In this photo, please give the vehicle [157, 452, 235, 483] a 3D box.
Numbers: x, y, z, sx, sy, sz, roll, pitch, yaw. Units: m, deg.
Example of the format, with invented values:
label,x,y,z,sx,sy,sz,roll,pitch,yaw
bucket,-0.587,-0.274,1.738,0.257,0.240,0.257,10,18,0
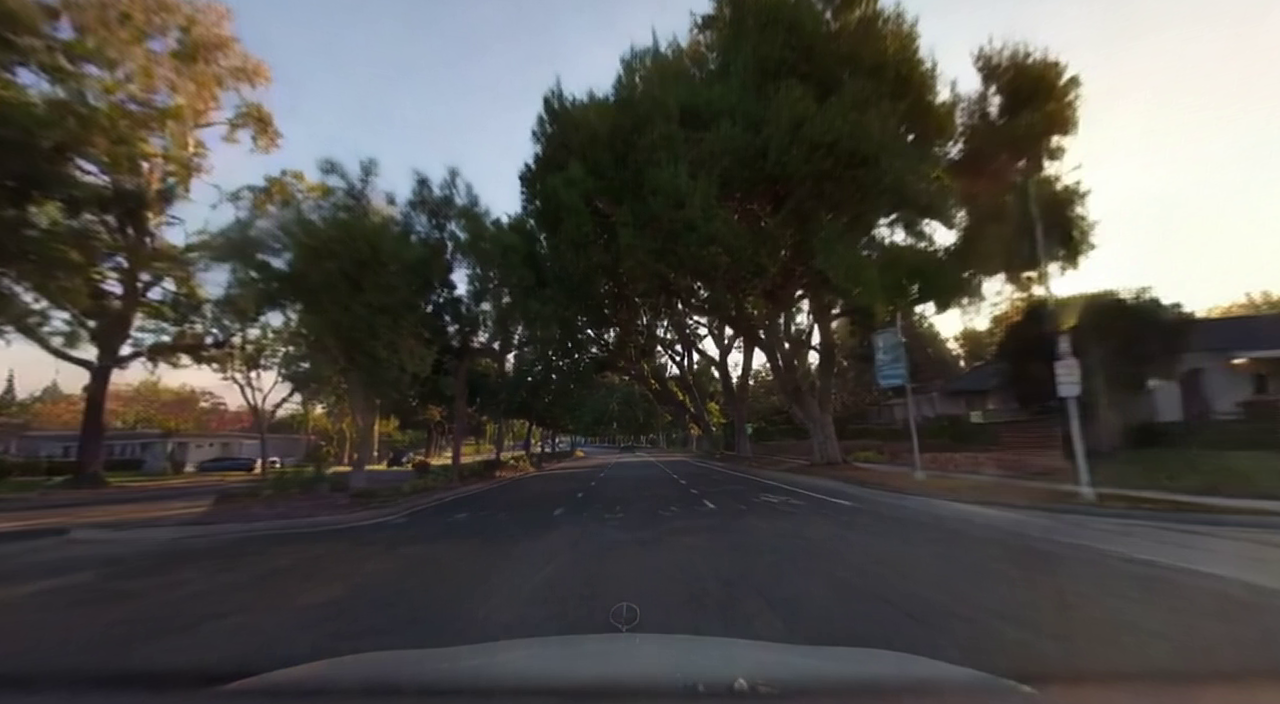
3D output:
label,x,y,z,sx,sy,sz,roll,pitch,yaw
vehicle,-29.864,7.746,42.519,2.019,1.696,4.735,-5,-8,-3
